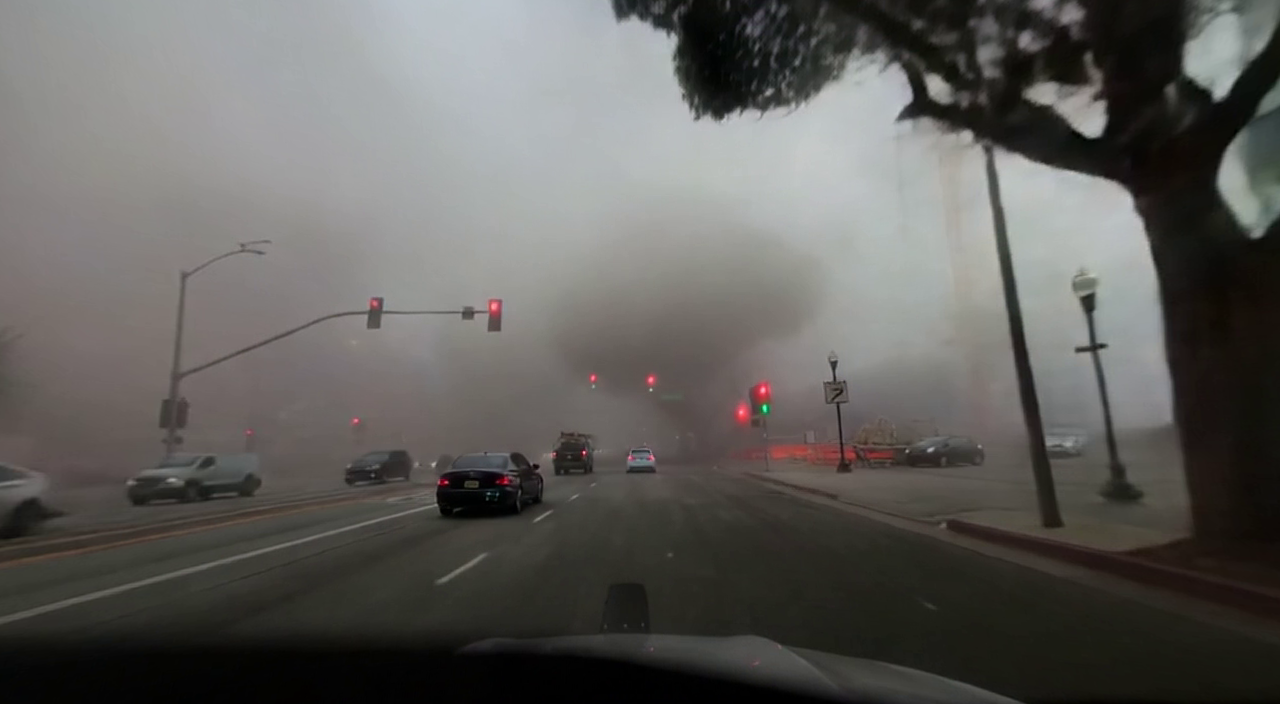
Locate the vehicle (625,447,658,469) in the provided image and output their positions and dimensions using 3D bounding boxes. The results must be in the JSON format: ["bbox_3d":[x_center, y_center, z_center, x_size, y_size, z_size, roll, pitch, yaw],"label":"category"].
[{"bbox_3d":[0.118,7.211,43.178,2.171,1.422,4.146,0,-9,1],"label":"vehicle"}]

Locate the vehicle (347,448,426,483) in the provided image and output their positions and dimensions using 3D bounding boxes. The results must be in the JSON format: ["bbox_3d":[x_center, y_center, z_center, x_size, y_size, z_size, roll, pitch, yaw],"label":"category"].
[{"bbox_3d":[-11.642,5.191,29.191,1.898,1.498,3.913,0,-9,2],"label":"vehicle"}]

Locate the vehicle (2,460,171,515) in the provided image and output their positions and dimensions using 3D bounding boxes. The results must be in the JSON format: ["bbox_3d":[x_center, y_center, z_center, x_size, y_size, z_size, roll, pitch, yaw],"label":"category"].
[{"bbox_3d":[-19.334,4.706,22.362,1.965,1.539,4.461,-4,-9,1],"label":"vehicle"}]

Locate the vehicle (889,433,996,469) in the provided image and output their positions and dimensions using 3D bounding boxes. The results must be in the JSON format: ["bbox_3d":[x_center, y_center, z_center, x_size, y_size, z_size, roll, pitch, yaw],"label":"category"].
[{"bbox_3d":[13.444,4.372,28.078,4.061,1.465,1.803,2,-8,-17],"label":"vehicle"}]

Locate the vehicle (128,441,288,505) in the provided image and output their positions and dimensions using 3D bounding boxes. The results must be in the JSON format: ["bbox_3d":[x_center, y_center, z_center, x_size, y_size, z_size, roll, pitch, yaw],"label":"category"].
[{"bbox_3d":[-15.463,4.316,23.042,2.270,1.978,5.032,-3,-9,0],"label":"vehicle"}]

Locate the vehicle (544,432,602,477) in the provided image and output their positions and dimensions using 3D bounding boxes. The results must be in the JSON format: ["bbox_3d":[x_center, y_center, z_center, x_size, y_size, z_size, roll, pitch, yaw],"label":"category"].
[{"bbox_3d":[-3.202,5.079,31.336,2.240,2.054,4.662,0,-9,2],"label":"vehicle"}]

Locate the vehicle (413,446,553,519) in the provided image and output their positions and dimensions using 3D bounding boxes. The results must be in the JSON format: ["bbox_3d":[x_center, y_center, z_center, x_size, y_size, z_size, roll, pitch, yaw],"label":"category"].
[{"bbox_3d":[-3.390,2.902,14.632,1.959,1.406,4.527,0,-9,2],"label":"vehicle"}]

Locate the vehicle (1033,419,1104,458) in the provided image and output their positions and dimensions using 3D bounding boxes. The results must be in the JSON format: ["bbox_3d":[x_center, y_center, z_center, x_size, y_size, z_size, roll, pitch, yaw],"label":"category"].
[{"bbox_3d":[23.677,4.798,34.721,2.304,1.936,5.023,-8,-12,42],"label":"vehicle"}]
